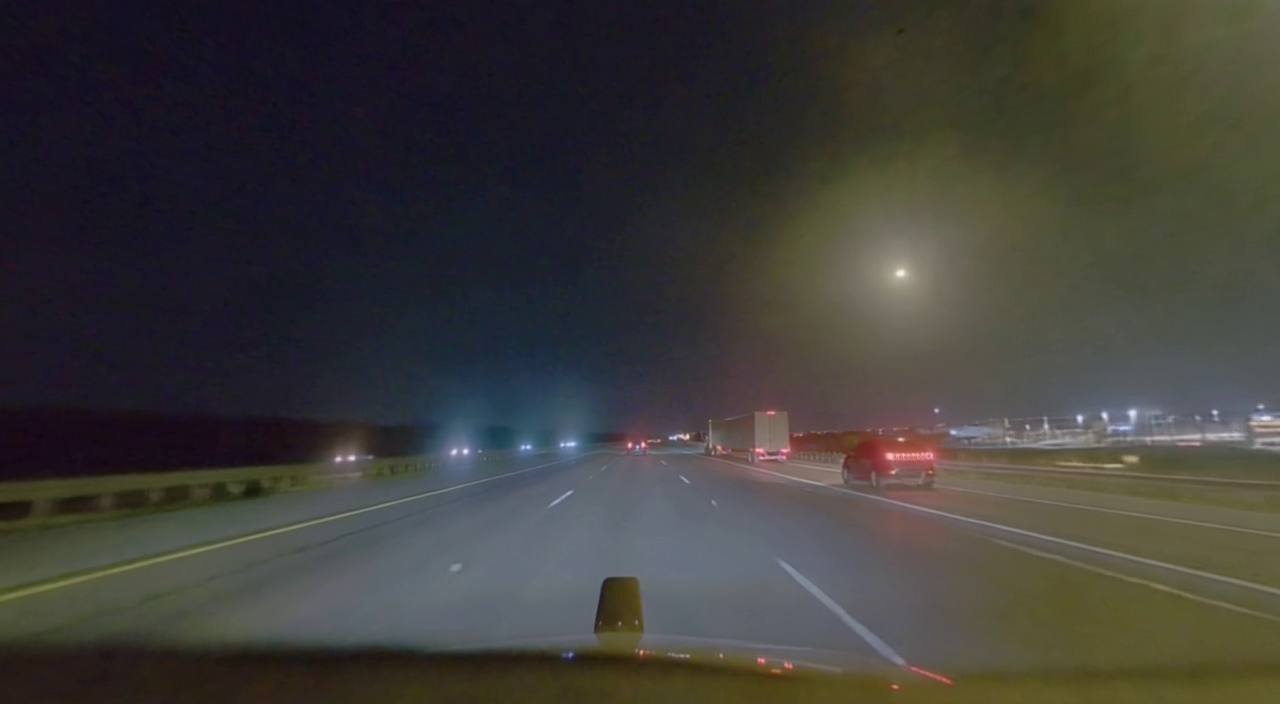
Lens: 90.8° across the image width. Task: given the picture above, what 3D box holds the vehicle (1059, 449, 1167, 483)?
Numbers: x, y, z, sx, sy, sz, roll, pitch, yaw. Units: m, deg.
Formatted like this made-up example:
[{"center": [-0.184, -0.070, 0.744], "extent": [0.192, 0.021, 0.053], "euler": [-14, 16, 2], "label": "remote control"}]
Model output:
[{"center": [33.577, 8.091, 45.208], "extent": [2.586, 2.046, 6.710], "euler": [-3, -8, 1], "label": "vehicle"}]

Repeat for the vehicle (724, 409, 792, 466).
[{"center": [7.198, 5.392, 39.575], "extent": [2.793, 3.204, 7.997], "euler": [0, -8, 1], "label": "vehicle"}]
